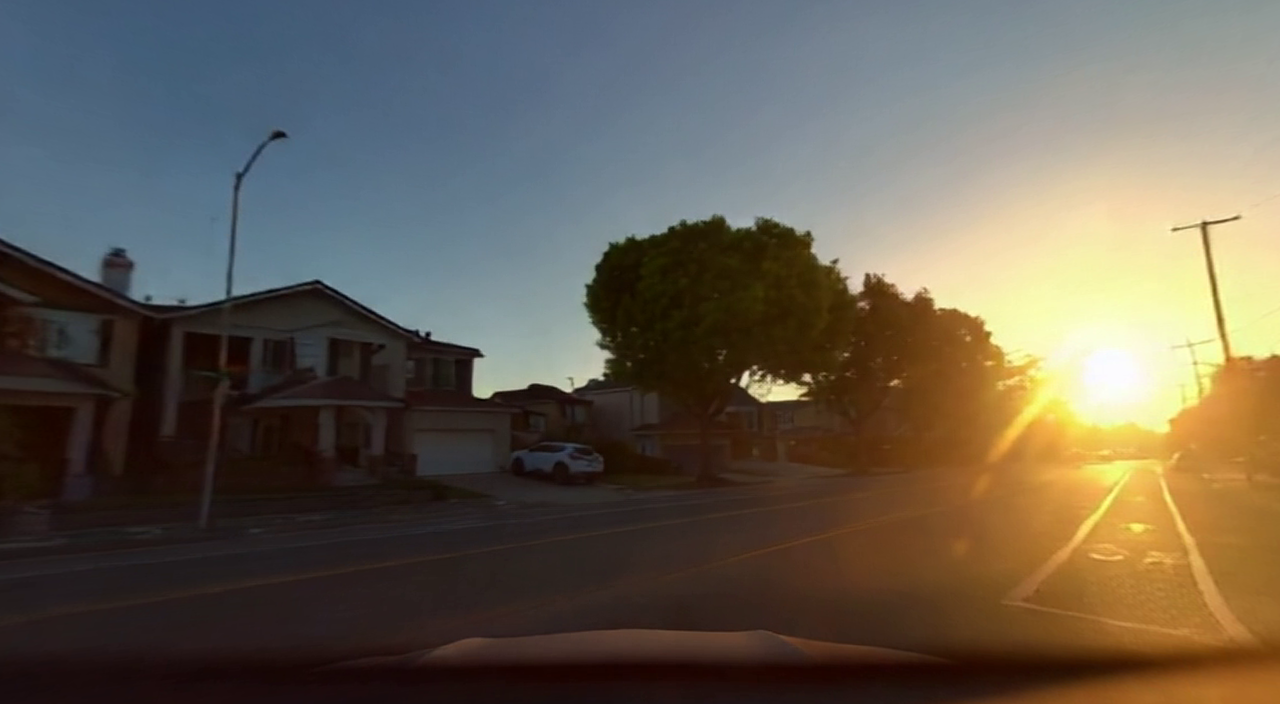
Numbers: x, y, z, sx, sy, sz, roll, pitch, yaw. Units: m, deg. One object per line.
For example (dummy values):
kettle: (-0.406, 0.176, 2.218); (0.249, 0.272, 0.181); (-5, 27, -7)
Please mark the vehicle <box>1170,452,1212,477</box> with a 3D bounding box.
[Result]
vehicle: (38.188, 7.829, 43.861); (1.971, 1.558, 4.895); (-6, -12, 39)
